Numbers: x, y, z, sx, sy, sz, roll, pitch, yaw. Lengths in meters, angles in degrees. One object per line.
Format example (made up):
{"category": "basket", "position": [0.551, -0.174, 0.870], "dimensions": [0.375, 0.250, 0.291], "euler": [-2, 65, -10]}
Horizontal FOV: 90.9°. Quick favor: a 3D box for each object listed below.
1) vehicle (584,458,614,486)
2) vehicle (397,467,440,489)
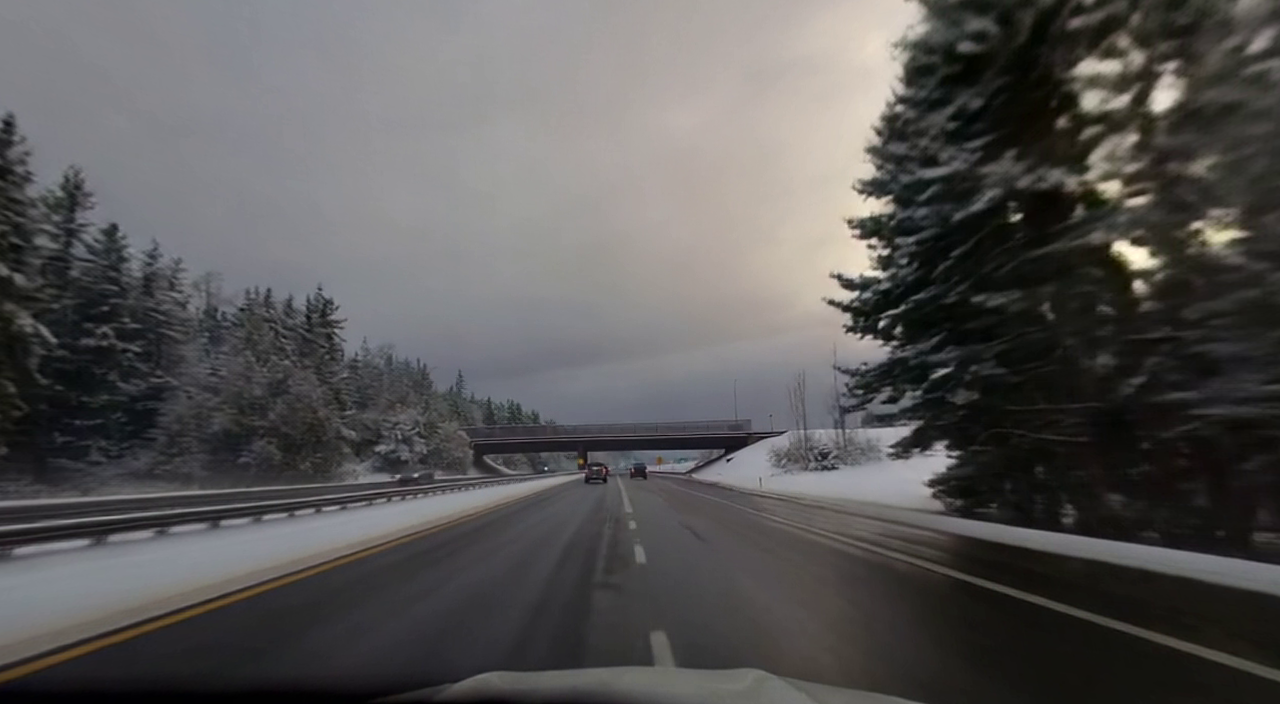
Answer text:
{"category": "vehicle", "position": [-3.110, 9.191, 48.311], "dimensions": [2.162, 1.973, 4.341], "euler": [1, -11, -3]}
{"category": "vehicle", "position": [-15.722, 8.937, 44.882], "dimensions": [1.708, 1.455, 4.012], "euler": [1, -11, -2]}
